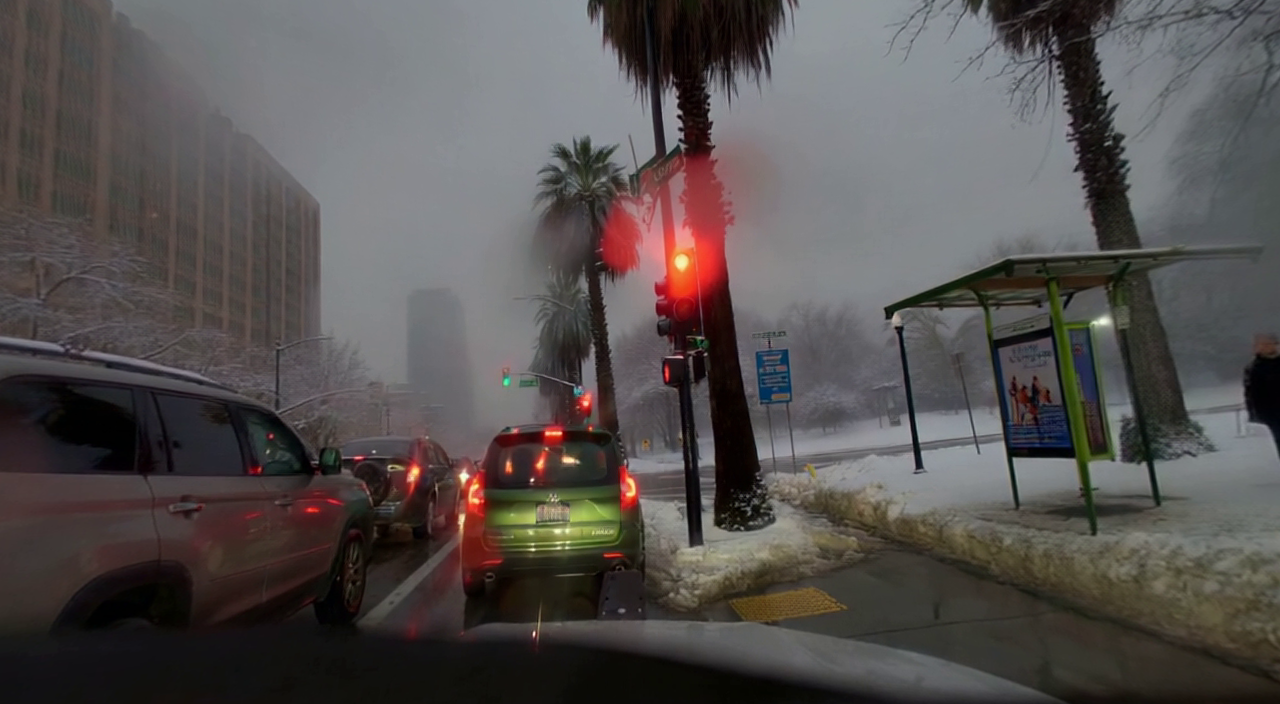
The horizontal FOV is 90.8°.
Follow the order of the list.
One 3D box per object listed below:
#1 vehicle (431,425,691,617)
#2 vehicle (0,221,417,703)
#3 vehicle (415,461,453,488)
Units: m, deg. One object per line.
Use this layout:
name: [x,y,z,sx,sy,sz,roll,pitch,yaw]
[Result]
vehicle: [-1.015,1.652,7.236,2.065,1.467,4.289,2,-9,-11]
vehicle: [-2.765,0.910,3.222,2.098,1.851,4.571,1,-9,-7]
vehicle: [-14.624,8.683,44.984,1.964,1.642,4.085,1,-9,-10]
